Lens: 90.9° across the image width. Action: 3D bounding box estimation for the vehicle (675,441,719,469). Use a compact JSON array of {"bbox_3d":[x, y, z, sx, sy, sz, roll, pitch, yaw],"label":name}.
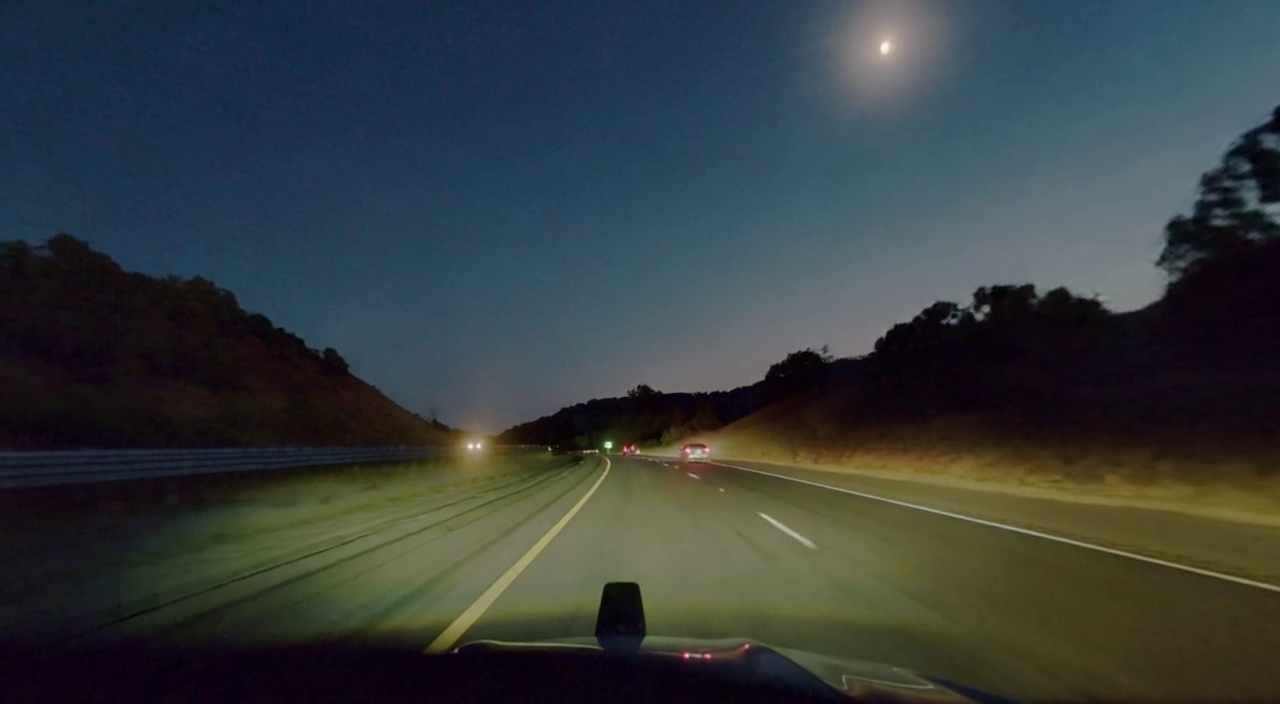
[{"bbox_3d":[3.341,6.161,37.962,1.960,1.516,4.657,0,-8,-3],"label":"vehicle"}]
